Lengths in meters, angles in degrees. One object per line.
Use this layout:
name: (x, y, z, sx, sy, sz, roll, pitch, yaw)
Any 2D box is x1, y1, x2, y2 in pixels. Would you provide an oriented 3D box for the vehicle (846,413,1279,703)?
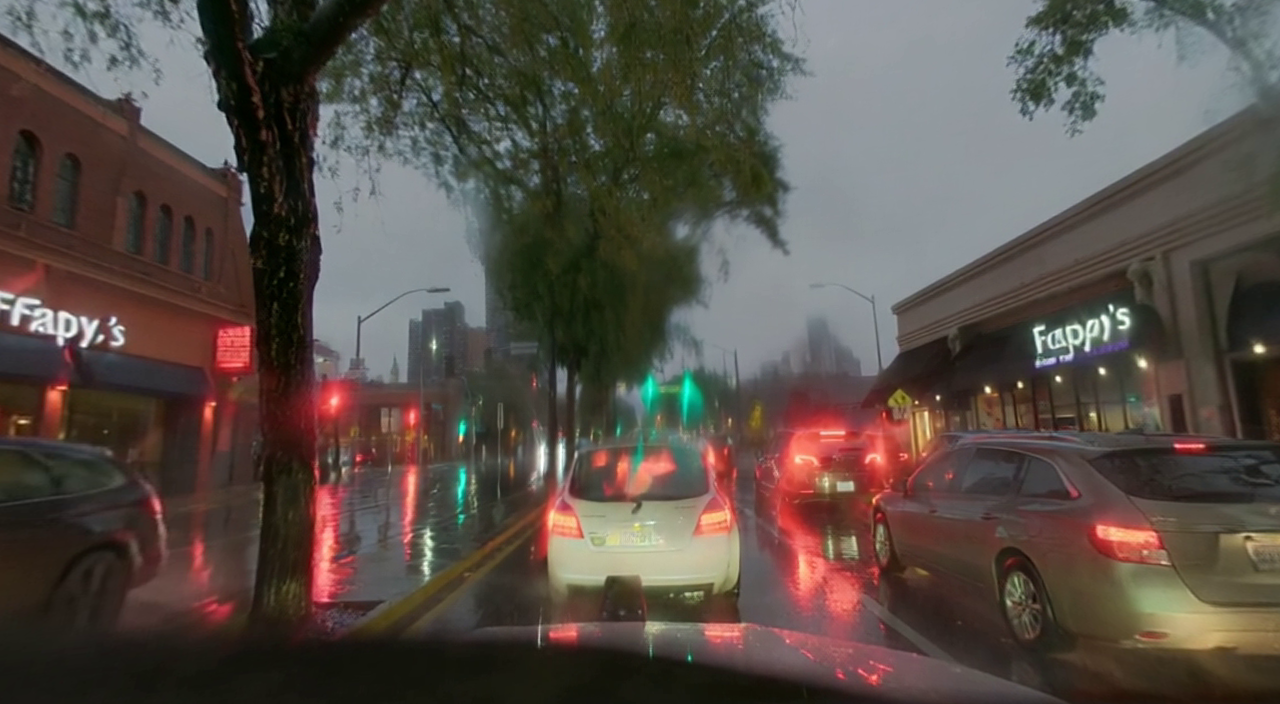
vehicle: (3.402, 1.368, 5.311, 1.988, 1.480, 4.195, 0, -9, 1)

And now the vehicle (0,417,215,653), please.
vehicle: (-5.173, 1.160, 3.824, 1.898, 1.542, 4.689, 0, -9, 1)

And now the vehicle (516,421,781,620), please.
vehicle: (0.059, 1.546, 6.630, 2.006, 1.487, 3.535, 0, -9, 0)
